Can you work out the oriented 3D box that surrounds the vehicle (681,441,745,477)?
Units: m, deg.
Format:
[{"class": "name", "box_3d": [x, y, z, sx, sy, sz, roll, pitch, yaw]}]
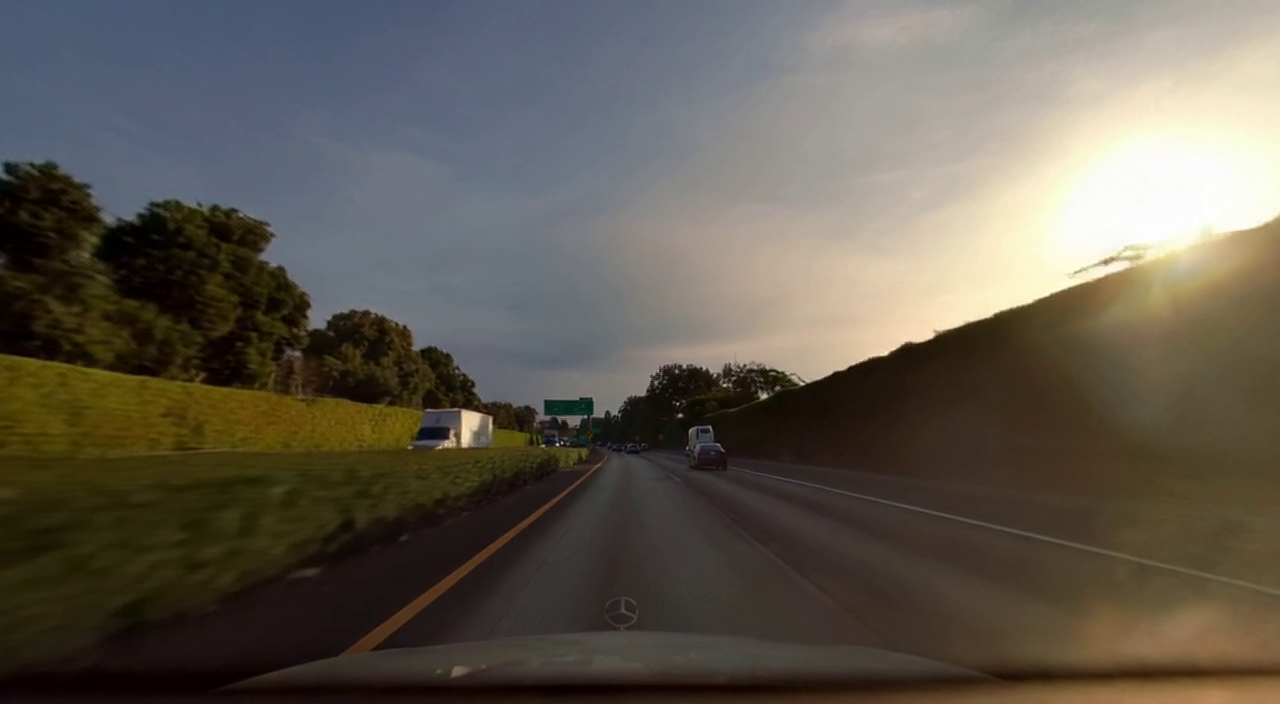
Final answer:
[{"class": "vehicle", "box_3d": [3.291, 4.939, 29.117, 2.244, 1.498, 4.338, 0, -9, -3]}]

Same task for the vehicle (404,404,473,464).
[{"class": "vehicle", "box_3d": [-14.241, 5.909, 44.821, 2.974, 3.986, 5.874, 0, -8, -1]}]
